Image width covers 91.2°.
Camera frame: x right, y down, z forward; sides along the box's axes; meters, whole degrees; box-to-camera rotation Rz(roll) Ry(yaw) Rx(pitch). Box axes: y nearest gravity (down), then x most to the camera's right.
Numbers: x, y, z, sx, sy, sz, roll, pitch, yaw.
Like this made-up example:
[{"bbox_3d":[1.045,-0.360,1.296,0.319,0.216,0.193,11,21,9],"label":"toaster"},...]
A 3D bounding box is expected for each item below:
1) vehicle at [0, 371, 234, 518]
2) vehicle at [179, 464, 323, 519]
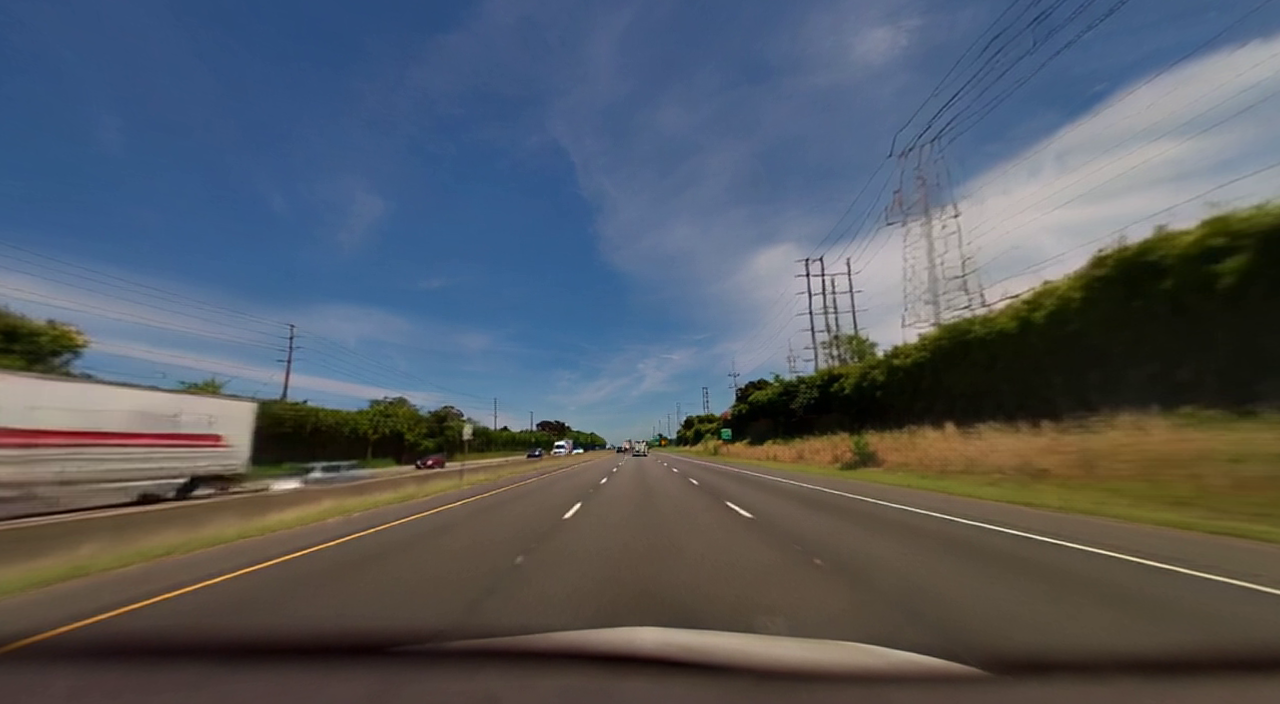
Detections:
[{"bbox_3d":[-19.584,3.061,20.541,3.123,4.065,14.086,0,-9,0],"label":"vehicle"},{"bbox_3d":[-12.024,4.305,19.757,2.053,1.445,3.969,0,-9,-1],"label":"vehicle"}]
